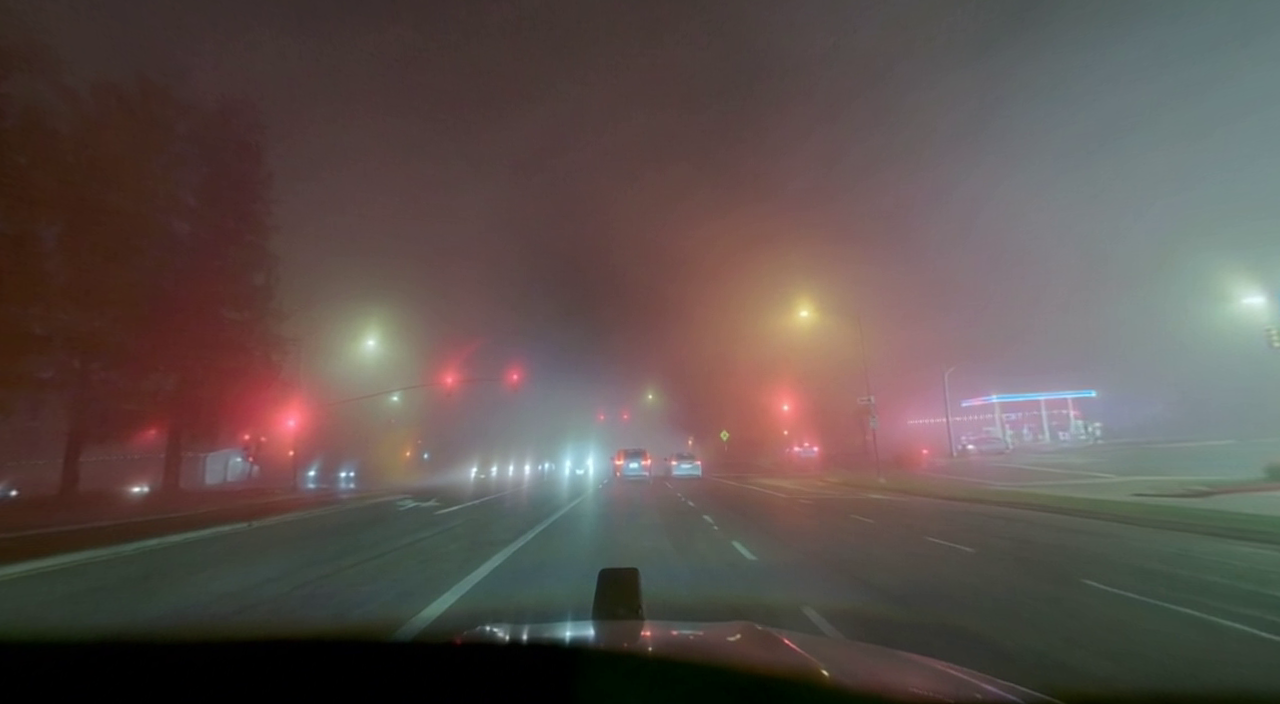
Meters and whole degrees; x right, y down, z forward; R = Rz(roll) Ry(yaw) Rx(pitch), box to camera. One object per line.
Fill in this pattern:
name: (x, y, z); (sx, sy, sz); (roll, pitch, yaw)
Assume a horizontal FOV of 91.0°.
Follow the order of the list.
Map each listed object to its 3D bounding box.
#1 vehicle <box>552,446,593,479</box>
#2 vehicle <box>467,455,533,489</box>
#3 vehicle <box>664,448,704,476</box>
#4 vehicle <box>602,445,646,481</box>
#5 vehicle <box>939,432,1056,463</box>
vehicle: (-3.999, 6.611, 37.840); (2.139, 1.851, 3.970); (0, -9, -2)
vehicle: (-6.333, 5.467, 28.973); (2.033, 1.442, 4.668); (0, -9, -1)
vehicle: (2.762, 7.042, 40.429); (2.103, 1.647, 4.318); (0, -9, -2)
vehicle: (-0.782, 5.808, 33.031); (2.146, 1.742, 4.095); (0, -9, 0)
vehicle: (18.011, 4.850, 31.859); (4.660, 1.462, 2.034); (0, -9, 0)
